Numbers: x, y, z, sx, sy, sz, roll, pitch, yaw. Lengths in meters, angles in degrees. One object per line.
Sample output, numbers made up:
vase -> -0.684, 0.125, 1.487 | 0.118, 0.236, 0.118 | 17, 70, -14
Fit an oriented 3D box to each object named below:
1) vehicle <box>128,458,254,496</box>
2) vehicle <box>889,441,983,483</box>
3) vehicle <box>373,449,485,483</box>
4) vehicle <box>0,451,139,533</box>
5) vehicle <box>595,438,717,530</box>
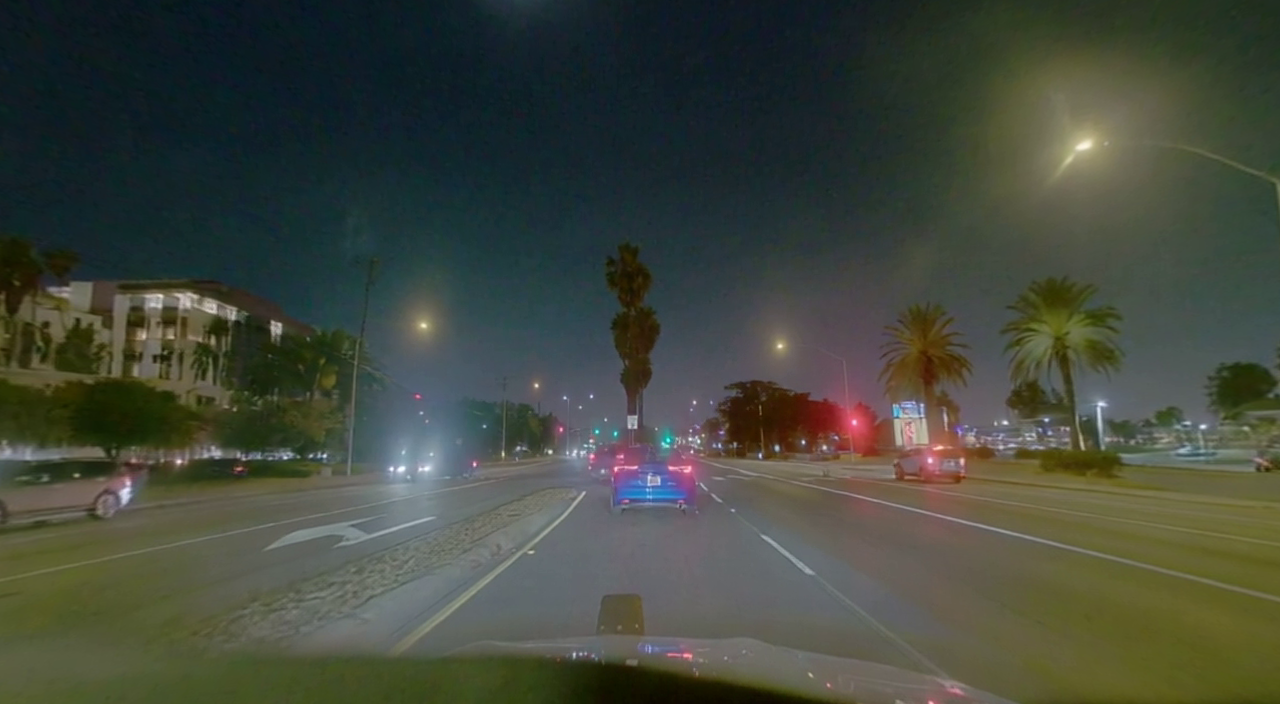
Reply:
vehicle -> -18.624, 5.143, 26.284 | 4.071, 1.442, 1.948 | -2, -9, 13
vehicle -> 13.914, 5.186, 30.131 | 2.131, 1.832, 5.203 | 0, -9, 2
vehicle -> -9.937, 5.346, 29.849 | 4.585, 1.479, 2.088 | -3, -9, 18
vehicle -> -13.726, 3.008, 13.874 | 1.858, 1.604, 4.331 | -1, -9, 0
vehicle -> 0.234, 2.493, 12.521 | 1.986, 1.473, 4.382 | 0, -9, -1
